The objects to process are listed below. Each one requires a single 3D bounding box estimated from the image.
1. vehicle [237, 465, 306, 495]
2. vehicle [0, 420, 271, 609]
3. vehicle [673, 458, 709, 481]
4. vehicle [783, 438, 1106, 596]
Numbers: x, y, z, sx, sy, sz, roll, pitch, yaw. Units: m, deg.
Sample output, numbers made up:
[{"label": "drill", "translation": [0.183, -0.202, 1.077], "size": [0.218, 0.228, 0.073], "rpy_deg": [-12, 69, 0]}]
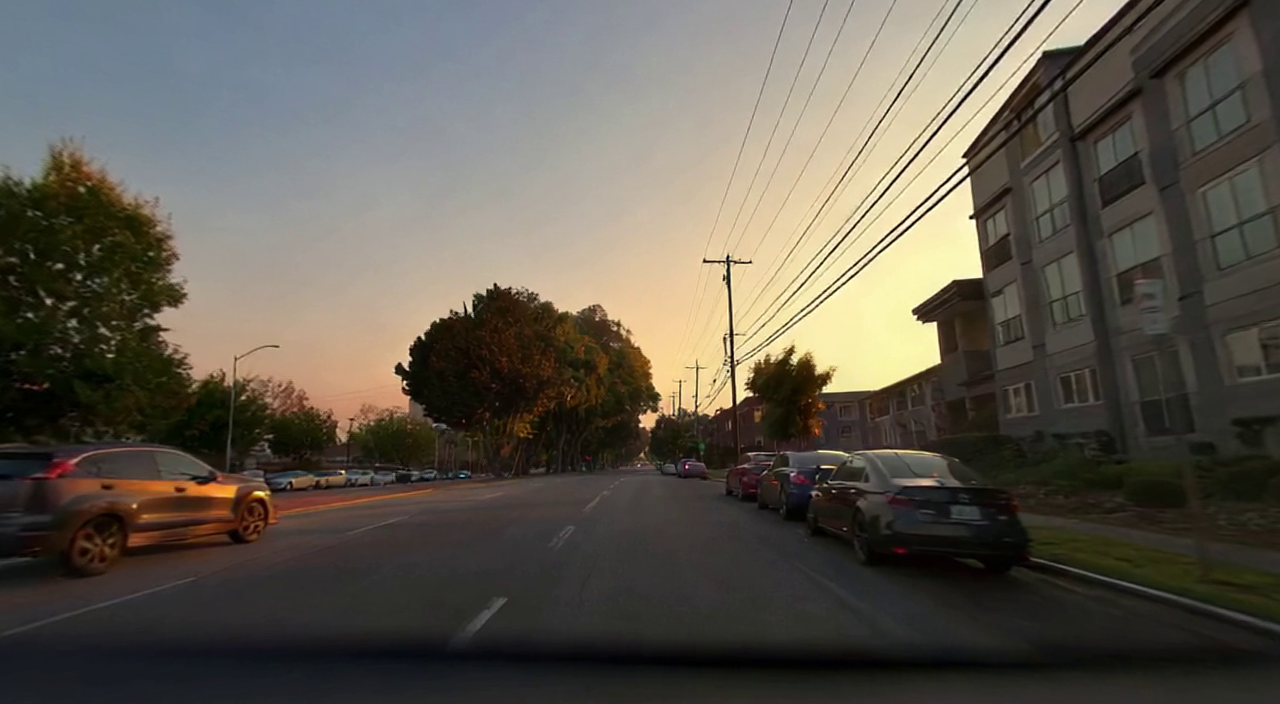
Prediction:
[{"label": "vehicle", "translation": [-25.603, 8.879, 44.051], "size": [1.894, 1.787, 4.711], "rpy_deg": [0, -8, 1]}, {"label": "vehicle", "translation": [-6.708, 1.719, 7.408], "size": [2.000, 1.671, 4.497], "rpy_deg": [0, -8, 0]}, {"label": "vehicle", "translation": [3.684, 8.614, 46.402], "size": [2.259, 1.500, 4.474], "rpy_deg": [0, -8, 0]}, {"label": "vehicle", "translation": [3.415, 1.912, 8.341], "size": [2.016, 1.477, 4.620], "rpy_deg": [0, -8, 1]}]
